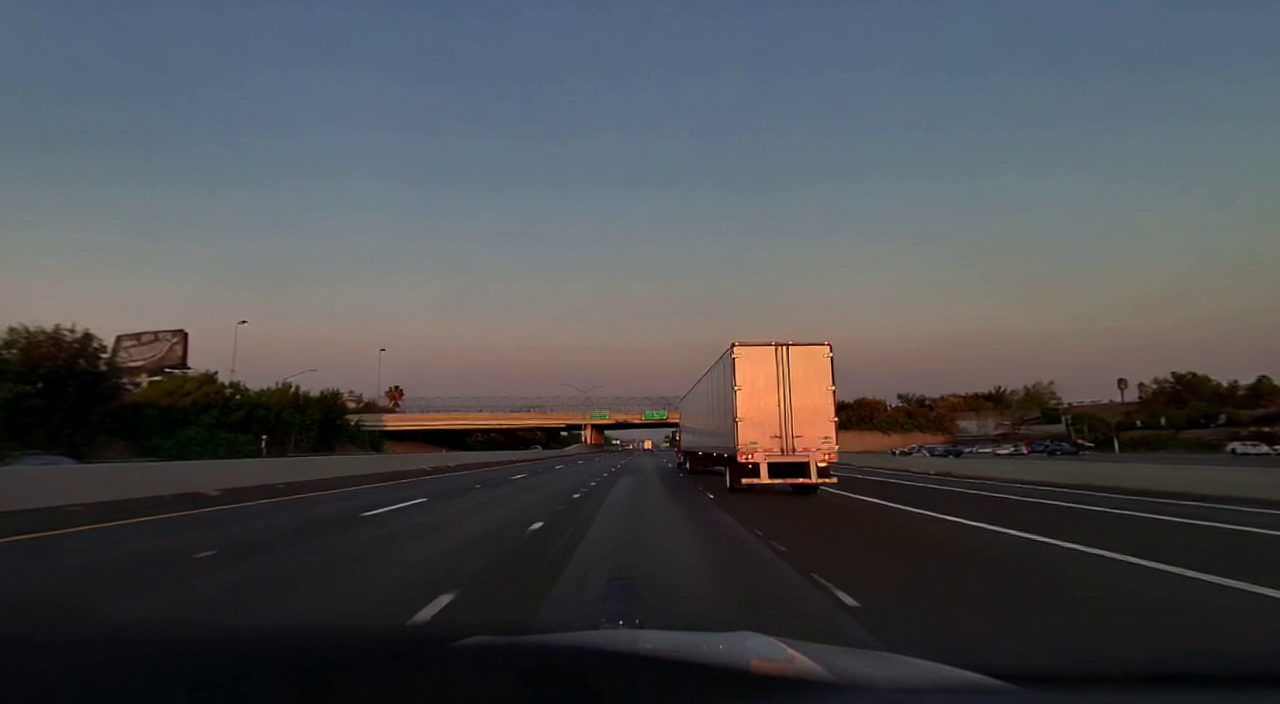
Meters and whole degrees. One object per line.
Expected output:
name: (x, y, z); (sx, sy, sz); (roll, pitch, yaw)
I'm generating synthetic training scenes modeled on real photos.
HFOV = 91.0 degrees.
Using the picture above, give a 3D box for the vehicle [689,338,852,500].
vehicle: (3.943, 2.872, 24.129); (2.949, 4.149, 16.046); (0, -9, 1)
